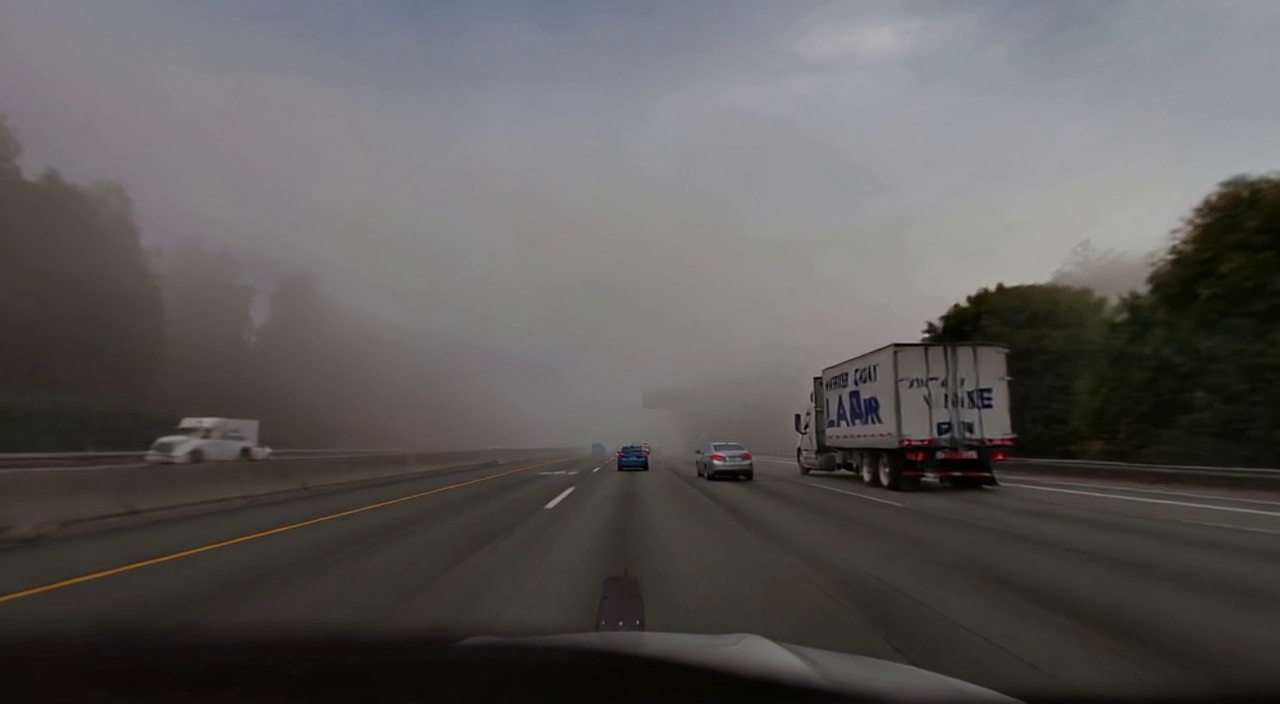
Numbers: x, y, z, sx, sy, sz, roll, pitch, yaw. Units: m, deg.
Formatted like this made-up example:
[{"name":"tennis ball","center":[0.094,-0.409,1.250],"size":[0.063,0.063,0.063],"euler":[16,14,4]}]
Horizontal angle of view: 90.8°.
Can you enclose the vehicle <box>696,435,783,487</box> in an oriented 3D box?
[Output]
[{"name":"vehicle","center":[3.152,3.576,21.081],"size":[1.993,1.504,4.781],"euler":[0,-9,-2]}]

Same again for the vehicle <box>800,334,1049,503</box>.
[{"name":"vehicle","center":[7.261,2.055,18.068],"size":[2.799,3.655,8.627],"euler":[0,-9,-2]}]

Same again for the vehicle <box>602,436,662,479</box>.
[{"name":"vehicle","center":[-0.315,4.010,24.274],"size":[2.098,1.475,3.997],"euler":[0,-9,-1]}]

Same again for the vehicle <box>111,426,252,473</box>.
[{"name":"vehicle","center":[-21.634,4.669,30.277],"size":[2.313,2.001,5.954],"euler":[0,-8,-1]}]

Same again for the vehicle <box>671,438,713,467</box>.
[{"name":"vehicle","center":[2.845,5.578,35.205],"size":[1.856,1.517,4.198],"euler":[0,-9,-2]}]
